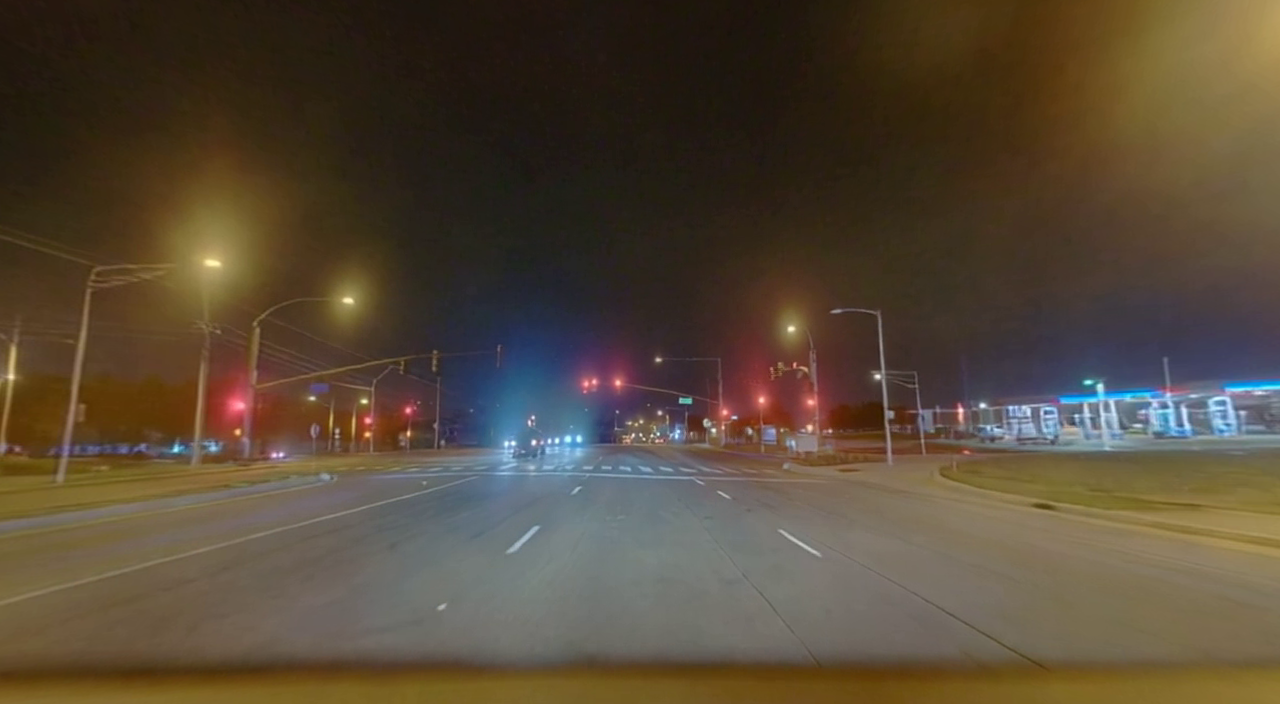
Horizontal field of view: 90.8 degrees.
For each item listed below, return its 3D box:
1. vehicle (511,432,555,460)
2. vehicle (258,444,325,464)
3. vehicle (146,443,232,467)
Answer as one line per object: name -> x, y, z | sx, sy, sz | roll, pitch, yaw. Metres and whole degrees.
vehicle -> -6.900, 6.155, 41.337 | 2.074, 1.692, 4.333 | 0, -8, 1
vehicle -> -27.032, 7.911, 49.052 | 4.444, 1.457, 1.927 | -2, -9, 16
vehicle -> -35.434, 8.105, 49.731 | 5.040, 1.826, 2.155 | 0, -8, -3
